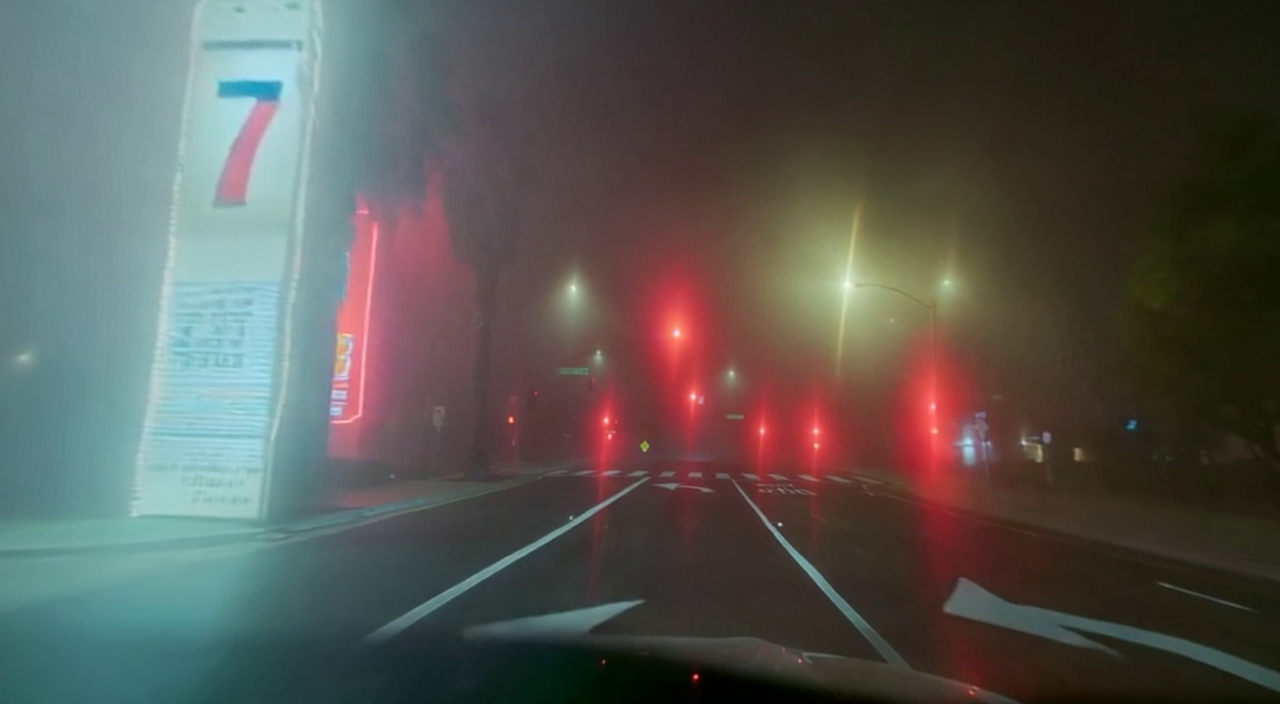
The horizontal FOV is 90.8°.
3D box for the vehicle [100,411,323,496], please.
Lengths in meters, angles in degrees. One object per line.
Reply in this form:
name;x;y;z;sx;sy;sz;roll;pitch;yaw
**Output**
vehicle;-10.441;2.541;15.995;2.109;1.816;4.670;-1;-8;4
